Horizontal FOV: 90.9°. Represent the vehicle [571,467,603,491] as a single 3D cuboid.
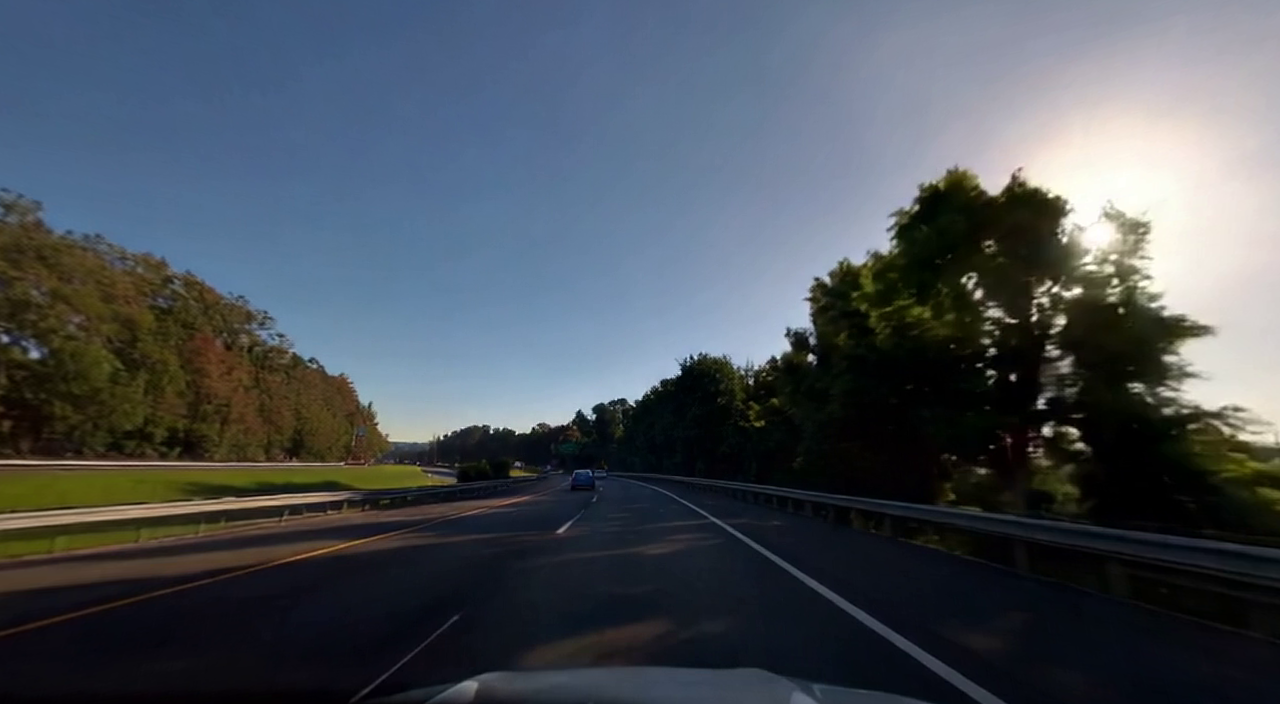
[{"bbox_3d":[-3.783,9.140,45.470,1.967,1.556,4.364,1,-10,-1],"label":"vehicle"}]
